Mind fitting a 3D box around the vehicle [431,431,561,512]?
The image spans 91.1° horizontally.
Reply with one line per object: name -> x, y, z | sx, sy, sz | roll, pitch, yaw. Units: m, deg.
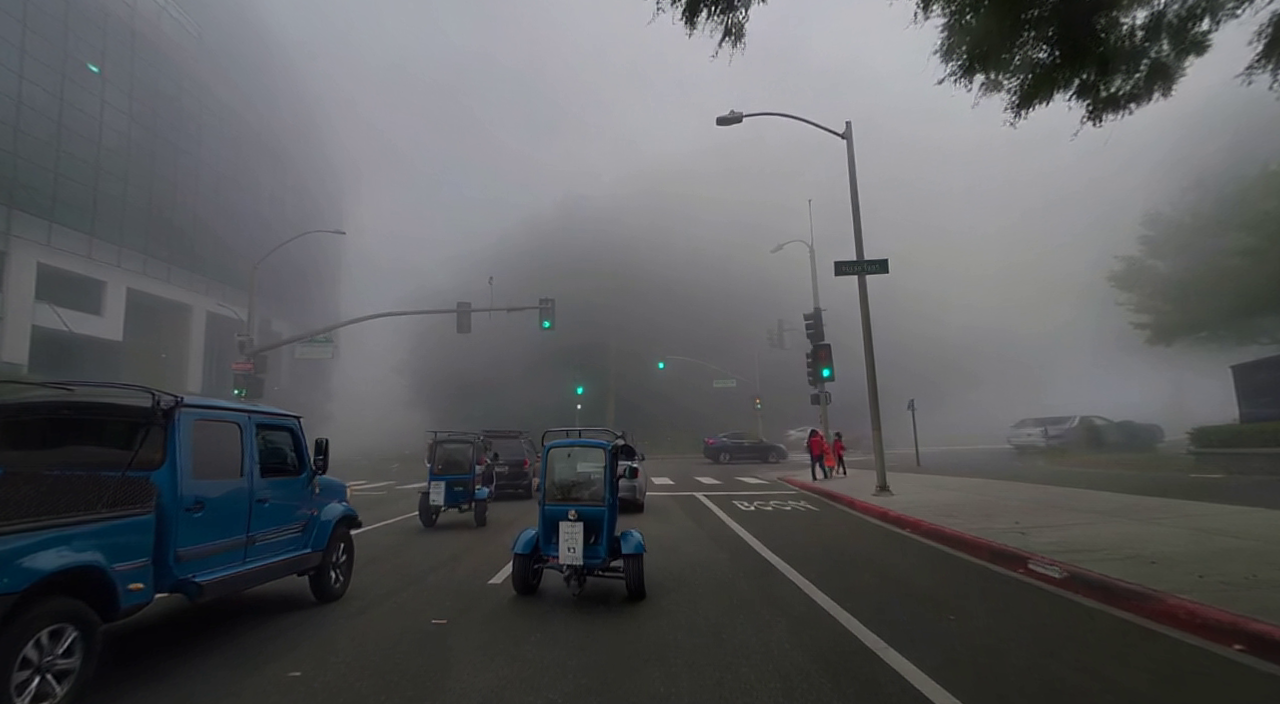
vehicle -> -3.167, 2.715, 14.738 | 1.935, 1.615, 4.073 | -1, -8, 2

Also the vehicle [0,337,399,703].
vehicle -> -3.616, 1.132, 4.449 | 2.000, 1.809, 4.405 | 0, -8, 1

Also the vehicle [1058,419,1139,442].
vehicle -> 30.711, 5.278, 42.104 | 1.751, 1.420, 4.027 | 8, -12, -43

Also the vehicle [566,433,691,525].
vehicle -> -0.148, 2.355, 12.232 | 2.025, 1.458, 4.085 | 0, -8, 1
